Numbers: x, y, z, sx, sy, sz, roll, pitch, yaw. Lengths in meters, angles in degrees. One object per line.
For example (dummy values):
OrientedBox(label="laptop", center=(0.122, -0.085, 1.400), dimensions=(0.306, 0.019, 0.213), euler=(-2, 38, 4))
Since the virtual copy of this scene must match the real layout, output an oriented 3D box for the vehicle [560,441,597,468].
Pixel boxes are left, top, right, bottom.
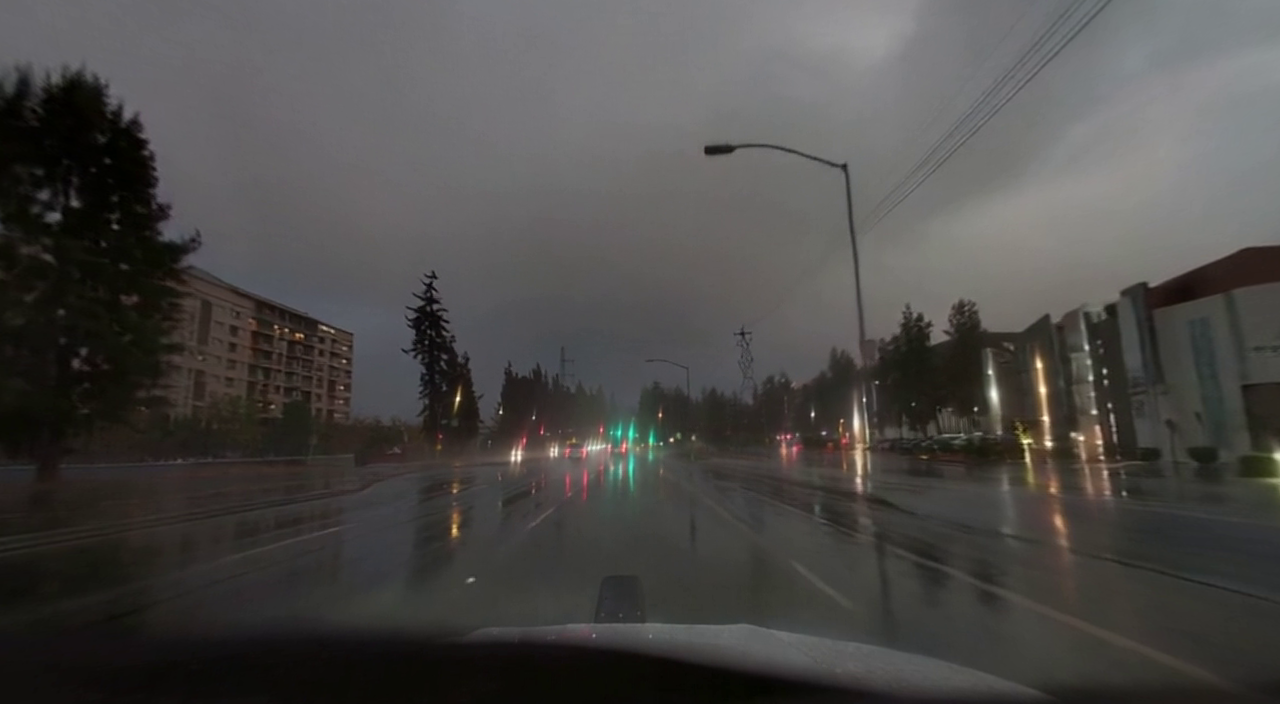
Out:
OrientedBox(label="vehicle", center=(-4.015, 6.777, 41.882), dimensions=(2.121, 1.654, 3.993), euler=(0, -8, -1))
